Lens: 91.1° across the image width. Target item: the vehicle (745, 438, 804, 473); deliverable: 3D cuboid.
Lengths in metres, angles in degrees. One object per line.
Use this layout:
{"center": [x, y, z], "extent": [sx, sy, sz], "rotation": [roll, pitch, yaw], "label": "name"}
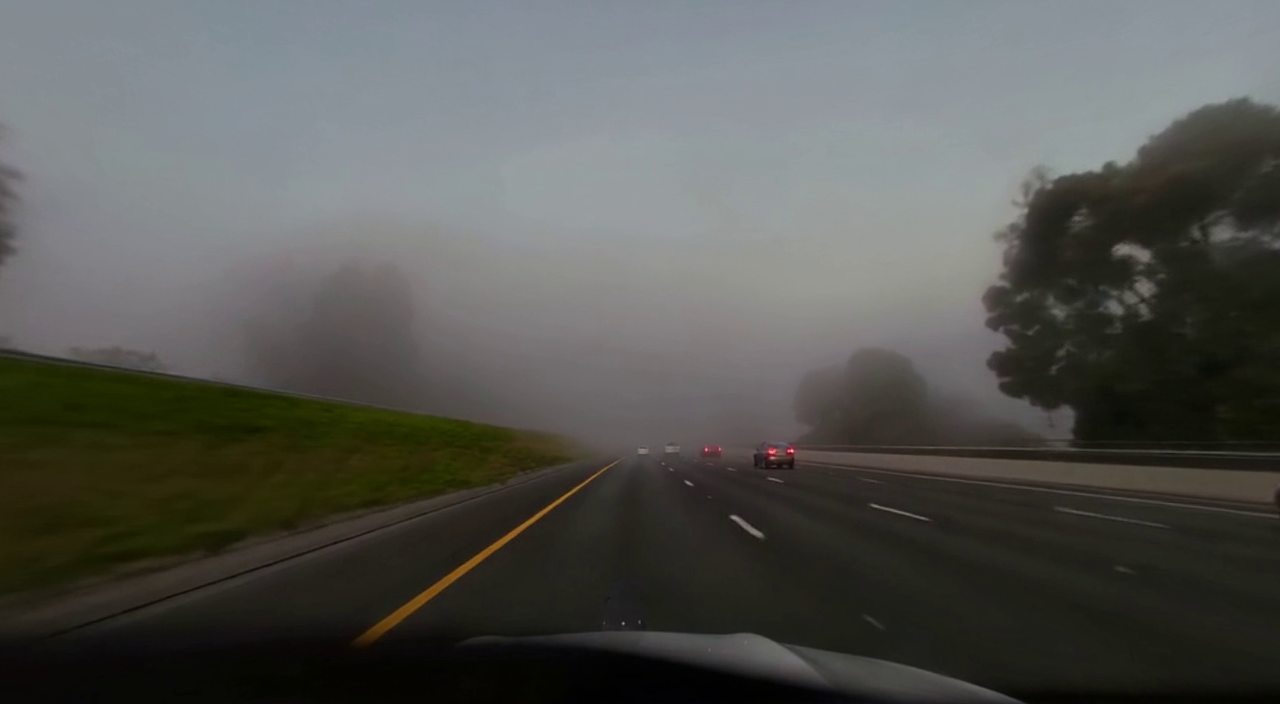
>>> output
{"center": [7.011, 5.420, 33.228], "extent": [2.048, 1.697, 4.689], "rotation": [0, -8, -1], "label": "vehicle"}
